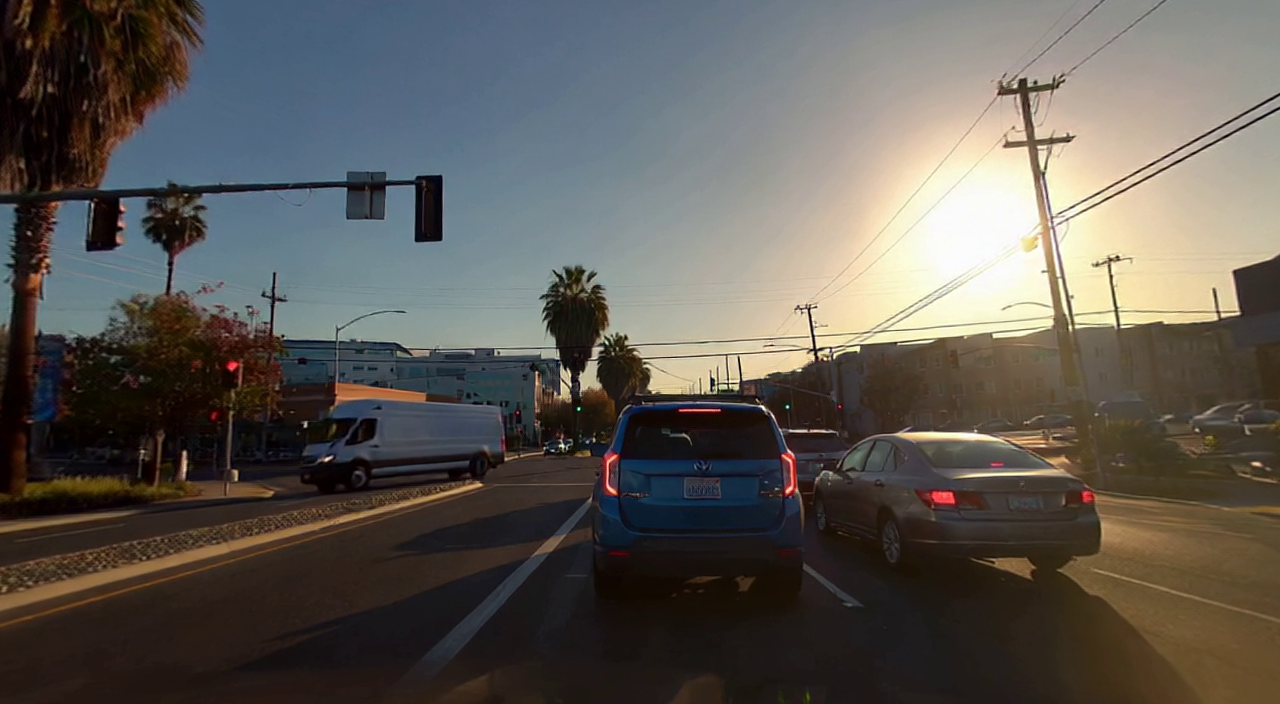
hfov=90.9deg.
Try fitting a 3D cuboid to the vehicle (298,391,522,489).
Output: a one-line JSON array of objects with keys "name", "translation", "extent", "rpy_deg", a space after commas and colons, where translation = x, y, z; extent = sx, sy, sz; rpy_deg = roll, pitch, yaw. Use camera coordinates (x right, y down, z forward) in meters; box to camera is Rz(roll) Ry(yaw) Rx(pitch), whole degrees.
[{"name": "vehicle", "translation": [-10.421, 4.366, 30.960], "extent": [2.973, 3.889, 11.535], "rpy_deg": [-4, -9, 24]}]

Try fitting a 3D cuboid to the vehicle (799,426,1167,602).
[{"name": "vehicle", "translation": [3.443, 1.688, 7.507], "extent": [1.895, 1.456, 4.255], "rpy_deg": [0, -9, -1]}]

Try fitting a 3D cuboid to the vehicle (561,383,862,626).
[{"name": "vehicle", "translation": [0.453, 1.443, 6.877], "extent": [2.228, 1.780, 4.269], "rpy_deg": [0, -9, -2]}]

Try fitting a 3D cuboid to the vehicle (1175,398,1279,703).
[{"name": "vehicle", "translation": [3.361, 0.656, 0.661], "extent": [1.805, 1.485, 4.348], "rpy_deg": [0, -9, 1]}]
